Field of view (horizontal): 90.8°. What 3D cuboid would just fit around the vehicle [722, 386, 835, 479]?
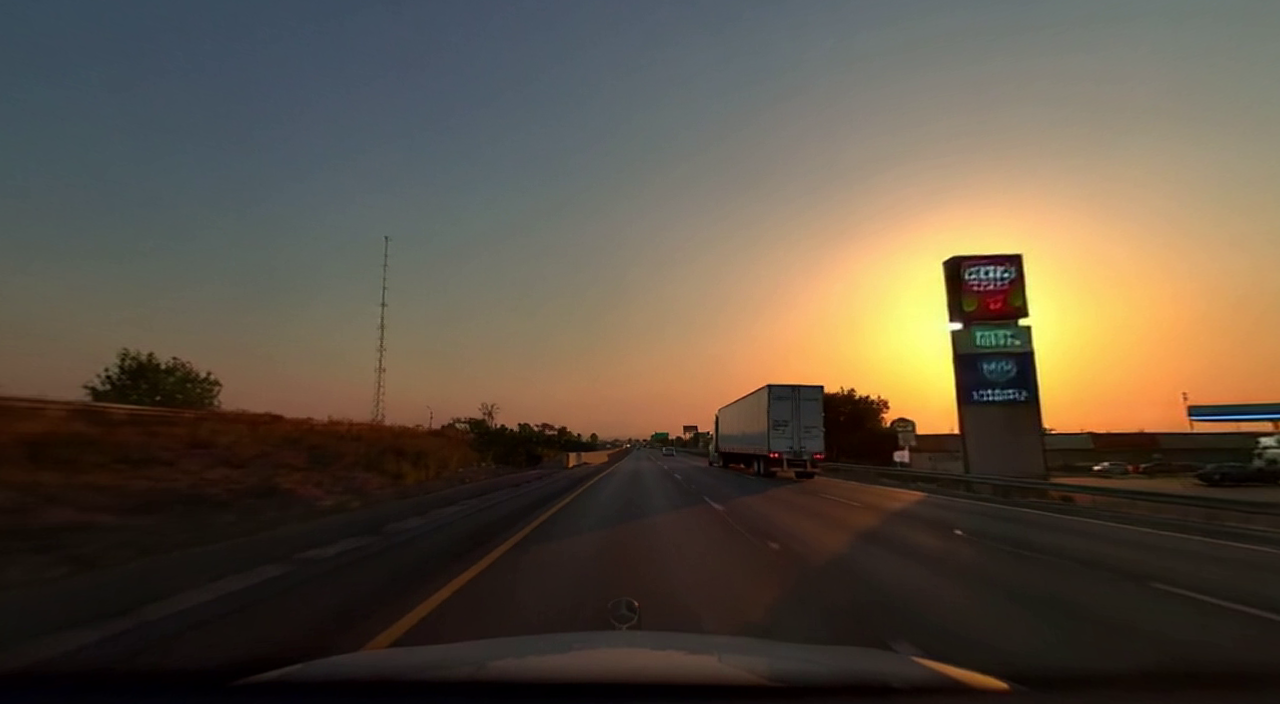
[{"bbox_3d":[7.265,4.797,36.369,2.912,4.153,15.866,0,-9,0],"label":"vehicle"}]
